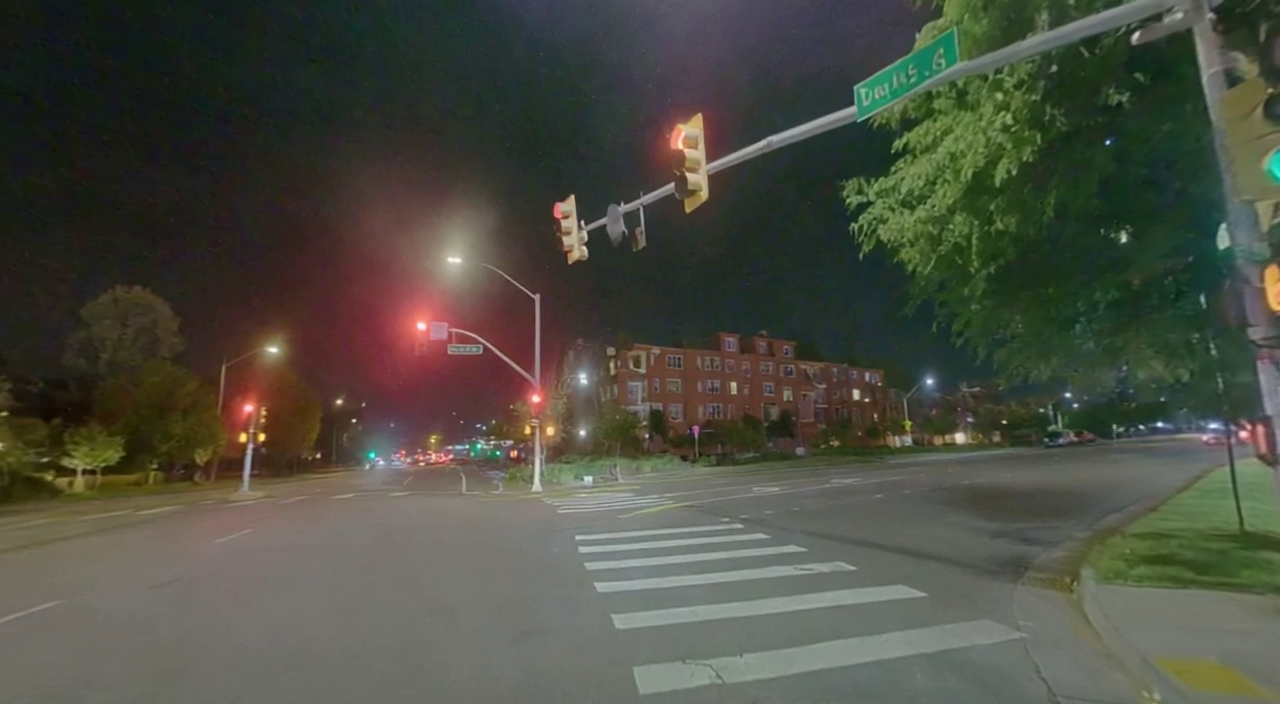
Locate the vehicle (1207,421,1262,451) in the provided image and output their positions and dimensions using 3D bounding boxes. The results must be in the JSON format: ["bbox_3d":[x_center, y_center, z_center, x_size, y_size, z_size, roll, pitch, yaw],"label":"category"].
[{"bbox_3d":[40.731,5.785,43.218,5.049,1.896,2.194,8,-12,-42],"label":"vehicle"}]
